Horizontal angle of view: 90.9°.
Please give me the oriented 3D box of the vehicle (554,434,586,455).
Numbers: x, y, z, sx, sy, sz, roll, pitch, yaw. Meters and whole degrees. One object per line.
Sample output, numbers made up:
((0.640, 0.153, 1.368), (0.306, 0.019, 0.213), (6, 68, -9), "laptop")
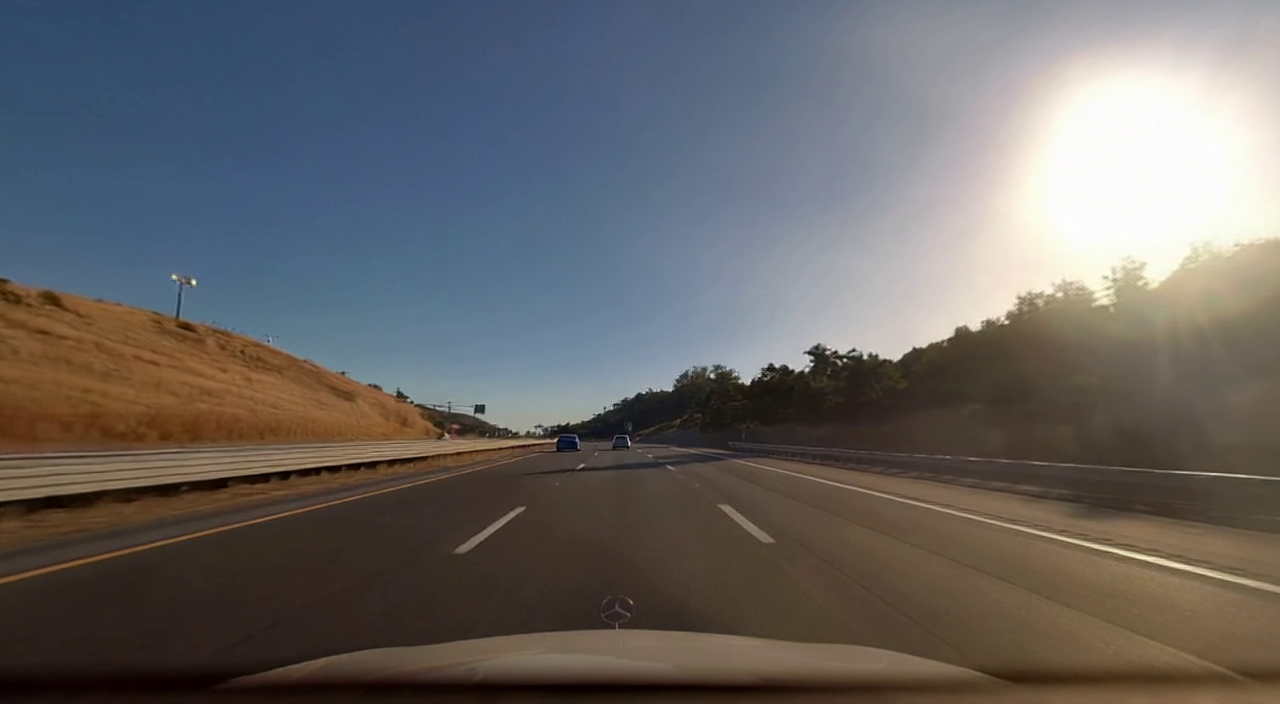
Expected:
((-5.421, 7.158, 49.186), (2.141, 1.534, 5.099), (0, -8, -3), "vehicle")
